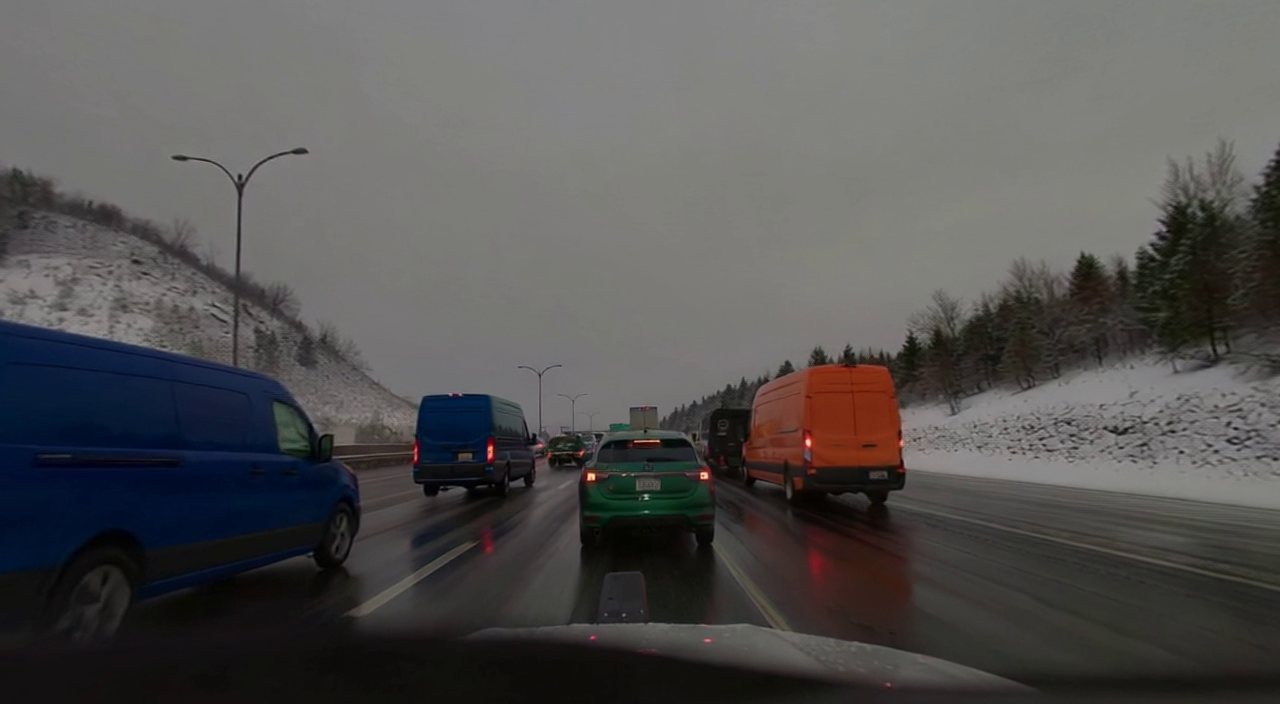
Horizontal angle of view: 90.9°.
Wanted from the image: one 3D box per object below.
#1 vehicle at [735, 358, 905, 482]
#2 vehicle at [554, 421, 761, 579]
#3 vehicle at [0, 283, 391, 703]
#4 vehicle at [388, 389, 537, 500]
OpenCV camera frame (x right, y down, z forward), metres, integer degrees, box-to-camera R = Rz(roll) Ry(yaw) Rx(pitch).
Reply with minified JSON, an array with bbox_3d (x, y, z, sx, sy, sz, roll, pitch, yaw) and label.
[{"bbox_3d":[6.485,2.937,25.405,2.977,3.878,11.111,0,-8,-3],"label":"vehicle"},{"bbox_3d":[0.116,1.719,8.124,2.003,1.499,3.930,0,-8,-2],"label":"vehicle"},{"bbox_3d":[-4.244,1.007,5.079,2.195,2.086,5.445,0,-8,0],"label":"vehicle"},{"bbox_3d":[-4.505,2.520,17.253,2.300,2.522,5.701,-1,-8,1],"label":"vehicle"}]
